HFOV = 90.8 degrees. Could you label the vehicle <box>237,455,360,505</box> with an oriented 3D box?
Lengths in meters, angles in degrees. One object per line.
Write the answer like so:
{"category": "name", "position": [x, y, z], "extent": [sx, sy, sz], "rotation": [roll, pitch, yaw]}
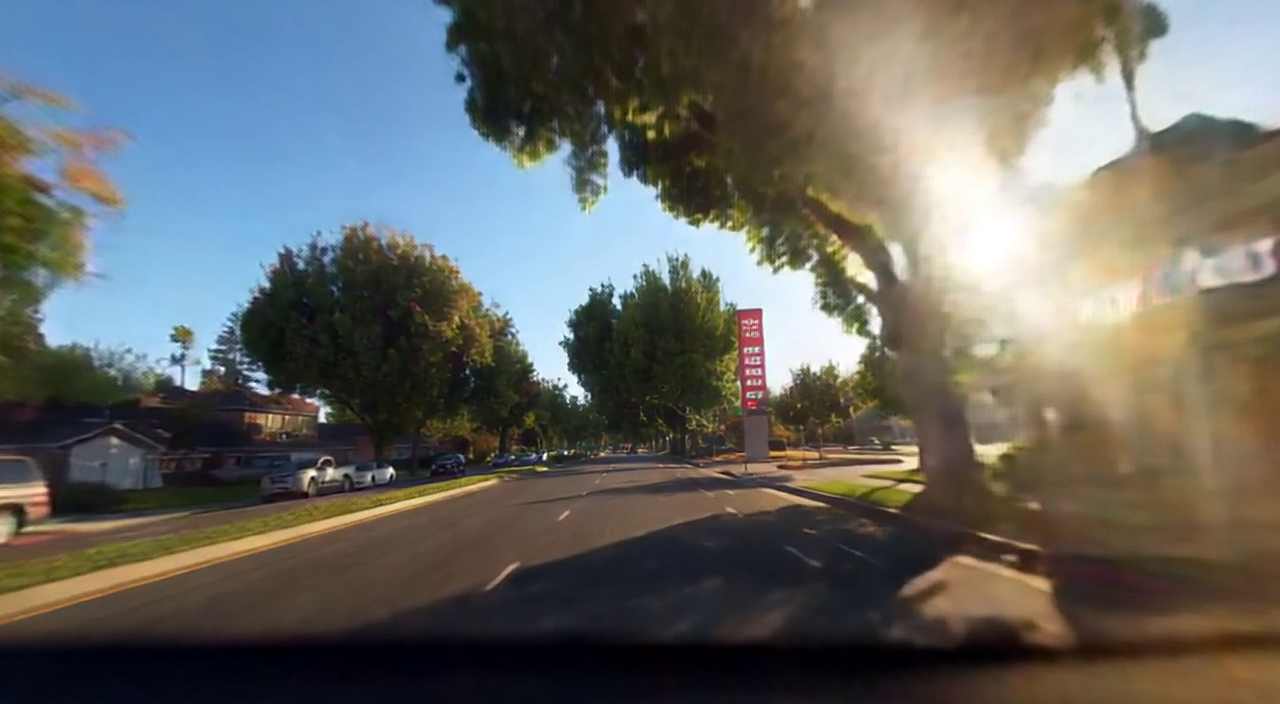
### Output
{"category": "vehicle", "position": [-12.494, 4.668, 23.562], "extent": [1.897, 1.564, 4.875], "rotation": [0, -9, -1]}

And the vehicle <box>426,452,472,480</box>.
{"category": "vehicle", "position": [-12.842, 7.658, 42.619], "extent": [1.953, 1.558, 3.839], "rotation": [-5, -8, -2]}
